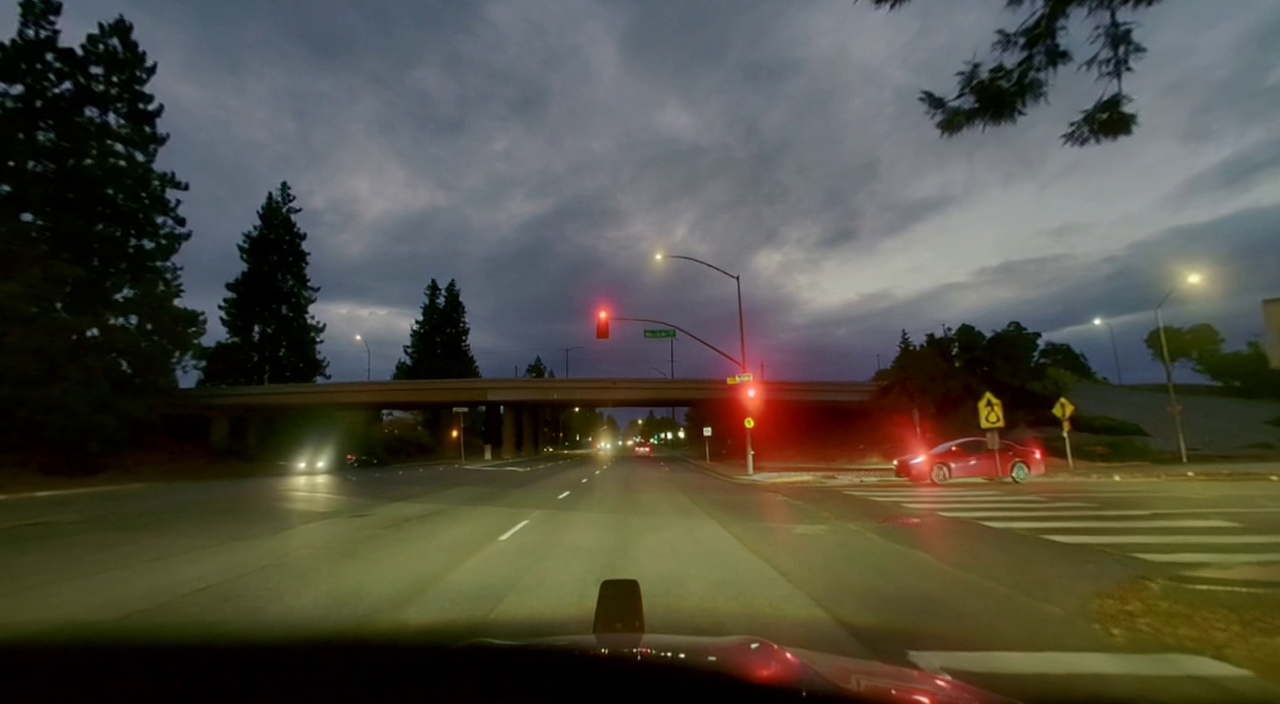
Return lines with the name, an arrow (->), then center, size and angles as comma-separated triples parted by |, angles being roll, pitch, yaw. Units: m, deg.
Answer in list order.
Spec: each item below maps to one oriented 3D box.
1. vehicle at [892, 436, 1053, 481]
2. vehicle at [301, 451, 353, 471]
vehicle -> 11.517, 3.680, 22.041 | 4.691, 1.466, 1.800 | 1, -9, -7
vehicle -> -24.072, 8.371, 48.727 | 1.834, 1.482, 4.310 | 0, -9, -1
